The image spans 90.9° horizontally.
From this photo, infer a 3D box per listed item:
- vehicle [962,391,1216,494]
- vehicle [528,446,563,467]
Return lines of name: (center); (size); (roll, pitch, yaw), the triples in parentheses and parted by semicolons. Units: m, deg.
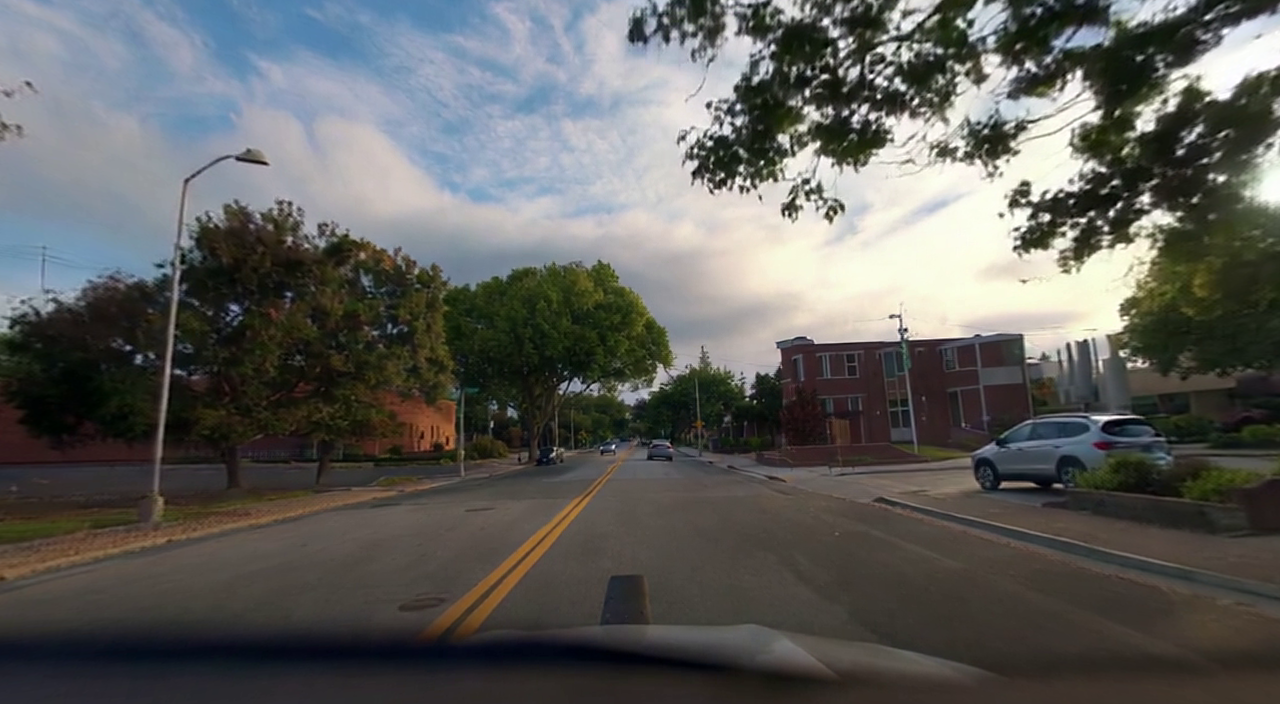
vehicle: (9.304, 2.054, 13.748); (2.018, 1.840, 4.662); (1, -10, 0)
vehicle: (-7.021, 7.789, 47.166); (1.930, 1.463, 4.195); (0, -9, 0)
